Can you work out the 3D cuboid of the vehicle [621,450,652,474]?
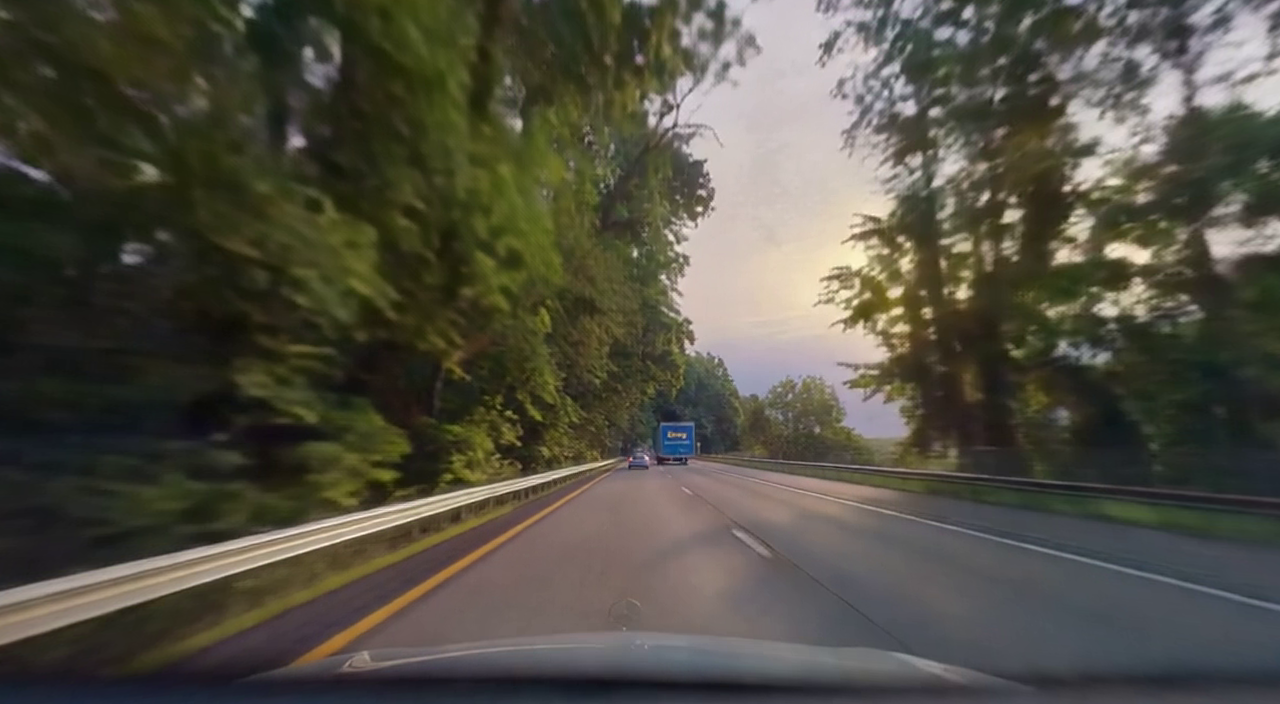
[{"bbox_3d":[-0.221,7.546,43.142,2.057,1.528,3.958,-1,-9,0],"label":"vehicle"}]
